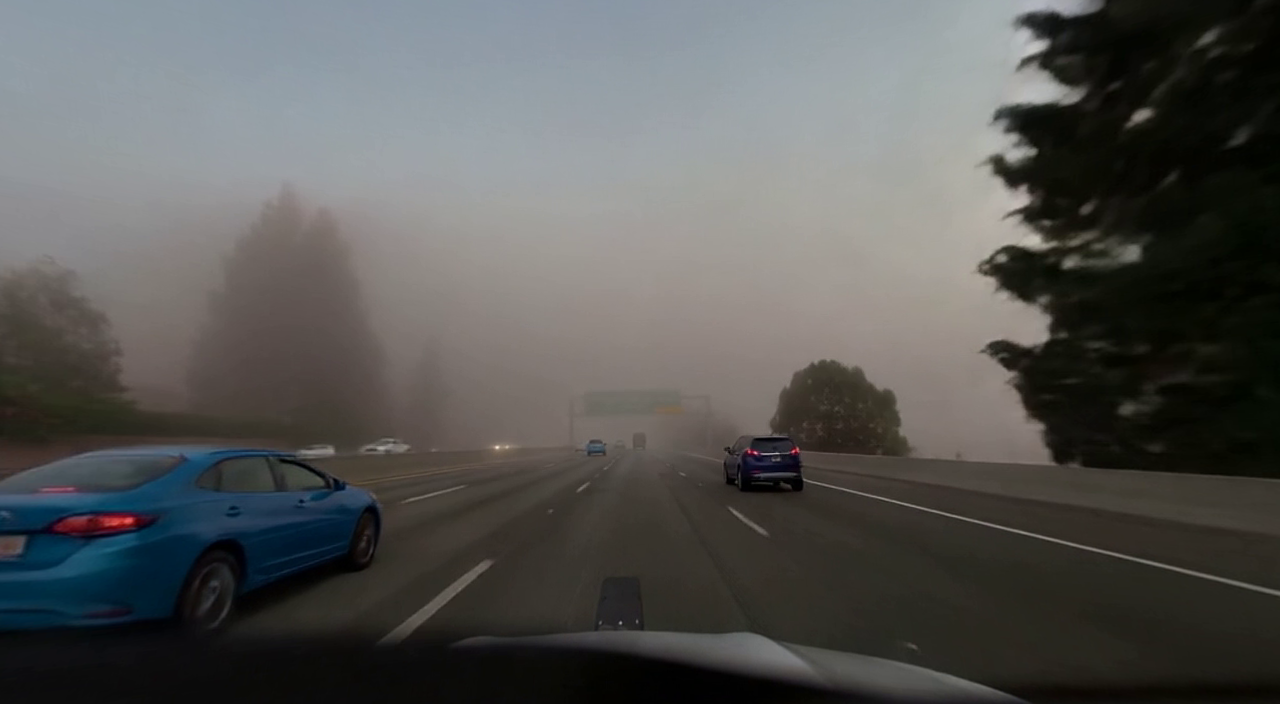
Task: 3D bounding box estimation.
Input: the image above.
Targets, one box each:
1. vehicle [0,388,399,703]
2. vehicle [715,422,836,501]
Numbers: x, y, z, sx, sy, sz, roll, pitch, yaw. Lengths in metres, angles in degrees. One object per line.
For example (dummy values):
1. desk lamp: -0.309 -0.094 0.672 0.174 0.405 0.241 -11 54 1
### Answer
1. vehicle: -3.934 1.280 4.931 2.118 1.573 4.940 0 -9 0
2. vehicle: 3.216 2.722 15.962 2.053 1.714 4.097 0 -9 -1
